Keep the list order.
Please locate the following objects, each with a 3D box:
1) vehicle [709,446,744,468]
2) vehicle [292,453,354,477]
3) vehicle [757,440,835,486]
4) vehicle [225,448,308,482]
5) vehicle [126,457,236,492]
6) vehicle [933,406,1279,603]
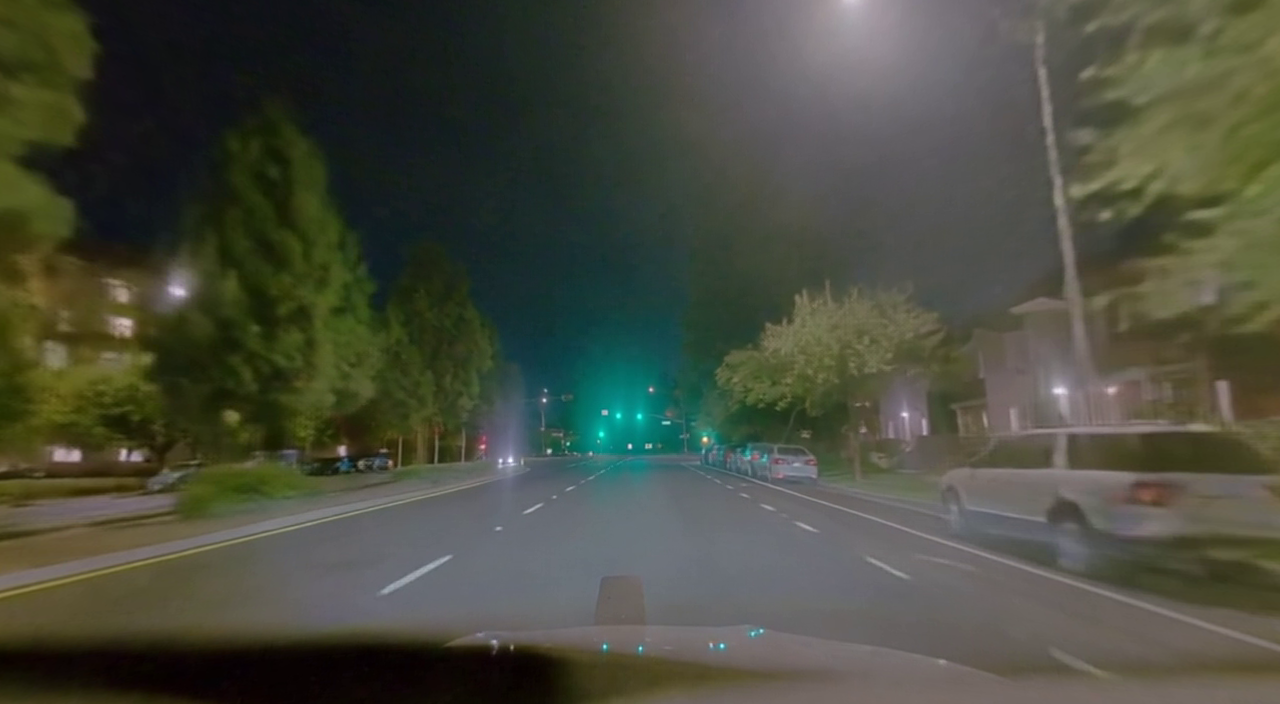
[{"bbox_3d":[6.181,7.547,45.389,1.901,1.470,4.580,0,-9,0],"label":"vehicle"},{"bbox_3d":[-21.759,7.764,43.325,1.842,1.496,4.614,0,-9,0],"label":"vehicle"},{"bbox_3d":[6.158,4.416,25.296,1.918,1.662,4.393,0,-9,-1],"label":"vehicle"},{"bbox_3d":[-21.870,6.618,37.008,2.001,1.839,4.669,0,-9,0],"label":"vehicle"},{"bbox_3d":[-22.028,5.862,30.421,1.883,1.450,4.659,0,-9,-2],"label":"vehicle"},{"bbox_3d":[5.948,1.773,8.210,2.004,1.816,4.585,0,-9,0],"label":"vehicle"}]
